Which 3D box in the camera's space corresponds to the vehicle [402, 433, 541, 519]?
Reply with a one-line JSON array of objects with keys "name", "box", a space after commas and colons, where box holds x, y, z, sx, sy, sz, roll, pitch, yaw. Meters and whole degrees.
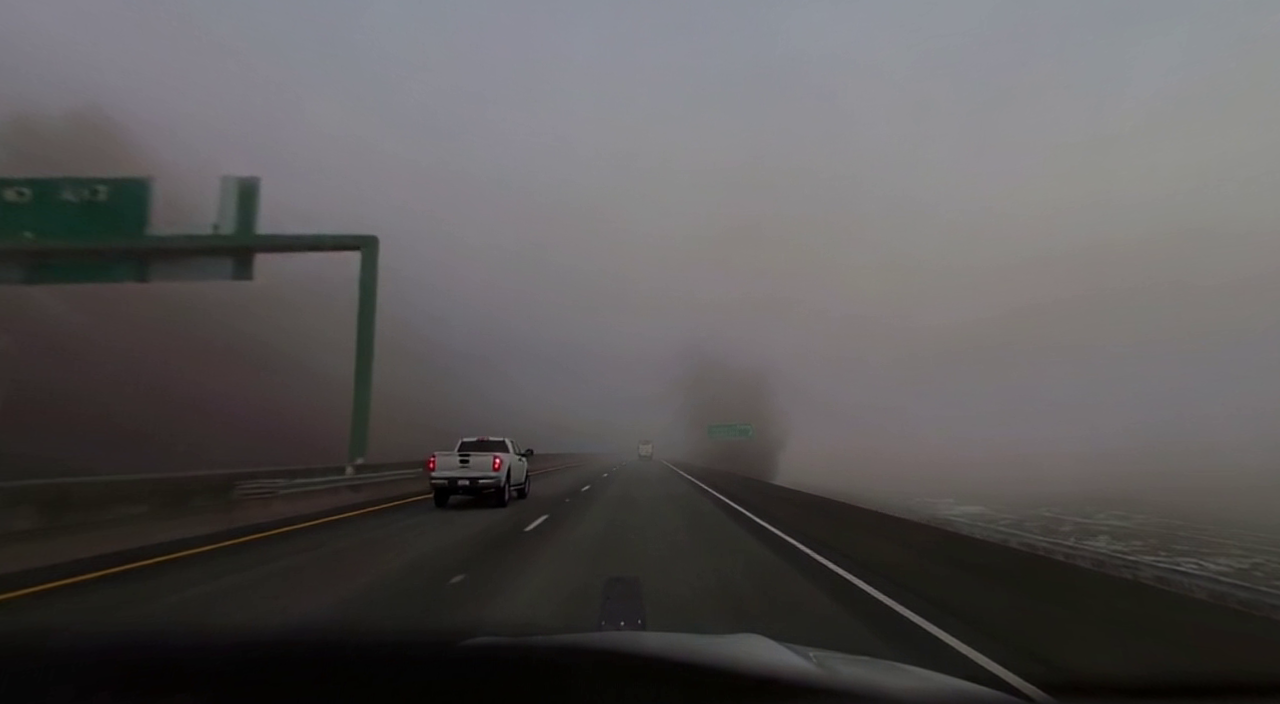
[{"name": "vehicle", "box": [-3.603, 2.719, 14.306, 2.009, 1.638, 3.968, 0, -9, 0]}]
